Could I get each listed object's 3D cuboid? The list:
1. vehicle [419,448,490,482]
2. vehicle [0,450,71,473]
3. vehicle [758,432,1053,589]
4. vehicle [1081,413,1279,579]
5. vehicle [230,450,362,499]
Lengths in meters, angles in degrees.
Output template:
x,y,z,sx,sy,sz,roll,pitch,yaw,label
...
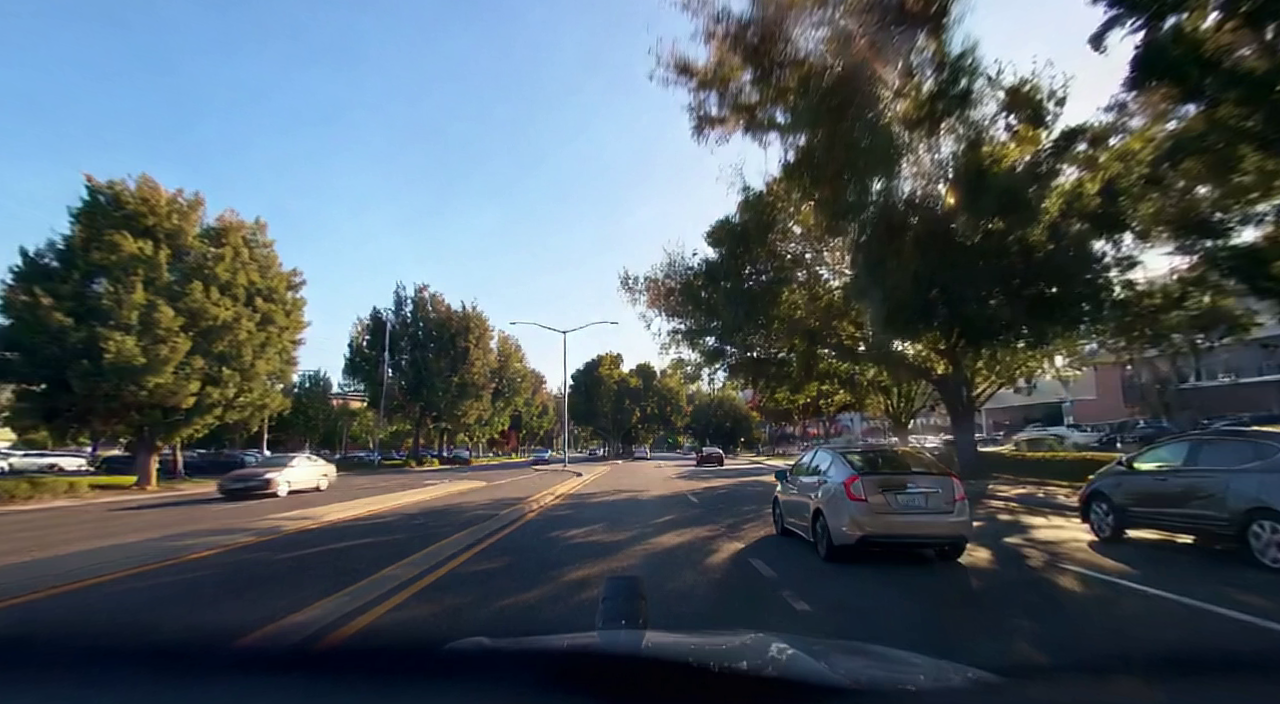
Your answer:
x,y,z,sx,sy,sz,roll,pitch,yaw,label
-8.759,5.339,30.029,1.919,1.474,4.444,0,-9,2,vehicle
-41.772,7.385,42.667,1.833,1.455,4.585,0,-9,-1,vehicle
2.986,1.861,8.321,1.935,1.501,4.384,0,-9,-1,vehicle
8.239,1.755,7.949,1.972,1.856,4.487,0,-9,0,vehicle
-11.817,4.199,21.975,1.982,1.468,4.485,0,-9,2,vehicle
